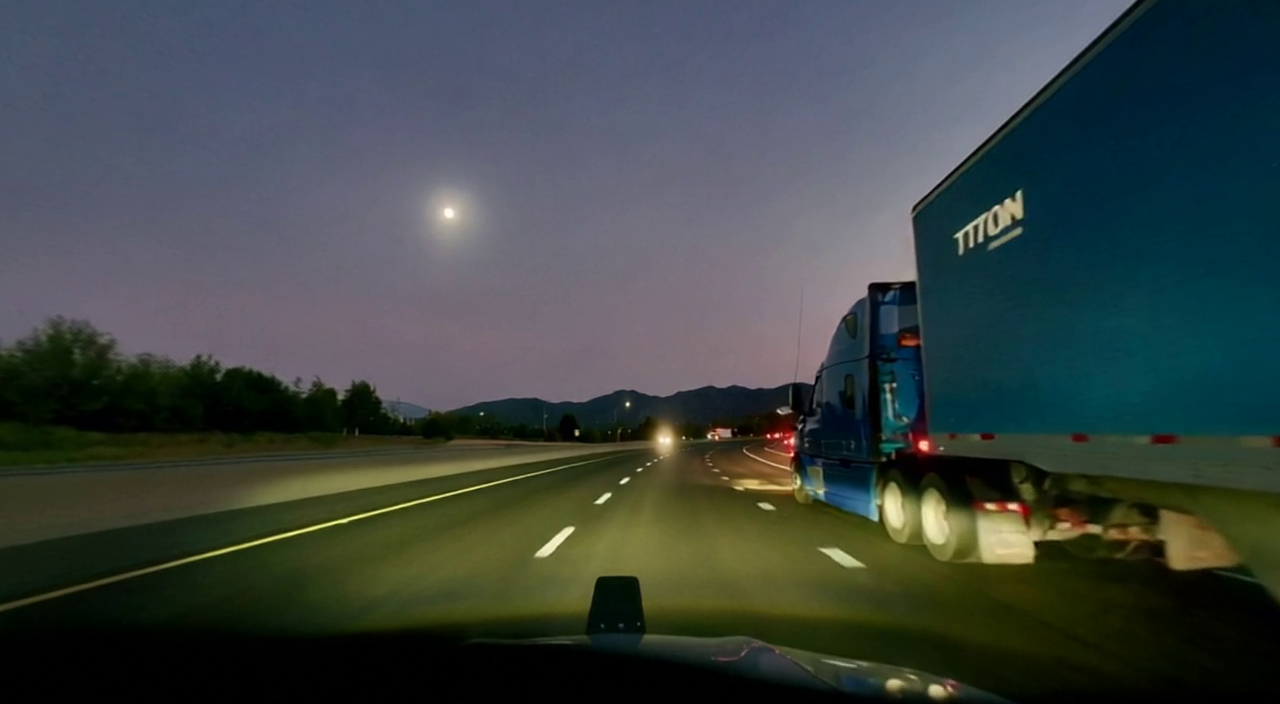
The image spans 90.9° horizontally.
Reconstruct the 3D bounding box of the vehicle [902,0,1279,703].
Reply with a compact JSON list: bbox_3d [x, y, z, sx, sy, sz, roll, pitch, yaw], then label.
[{"bbox_3d":[4.666,-0.474,1.225,2.792,4.056,13.259,0,-8,1],"label":"vehicle"}]
